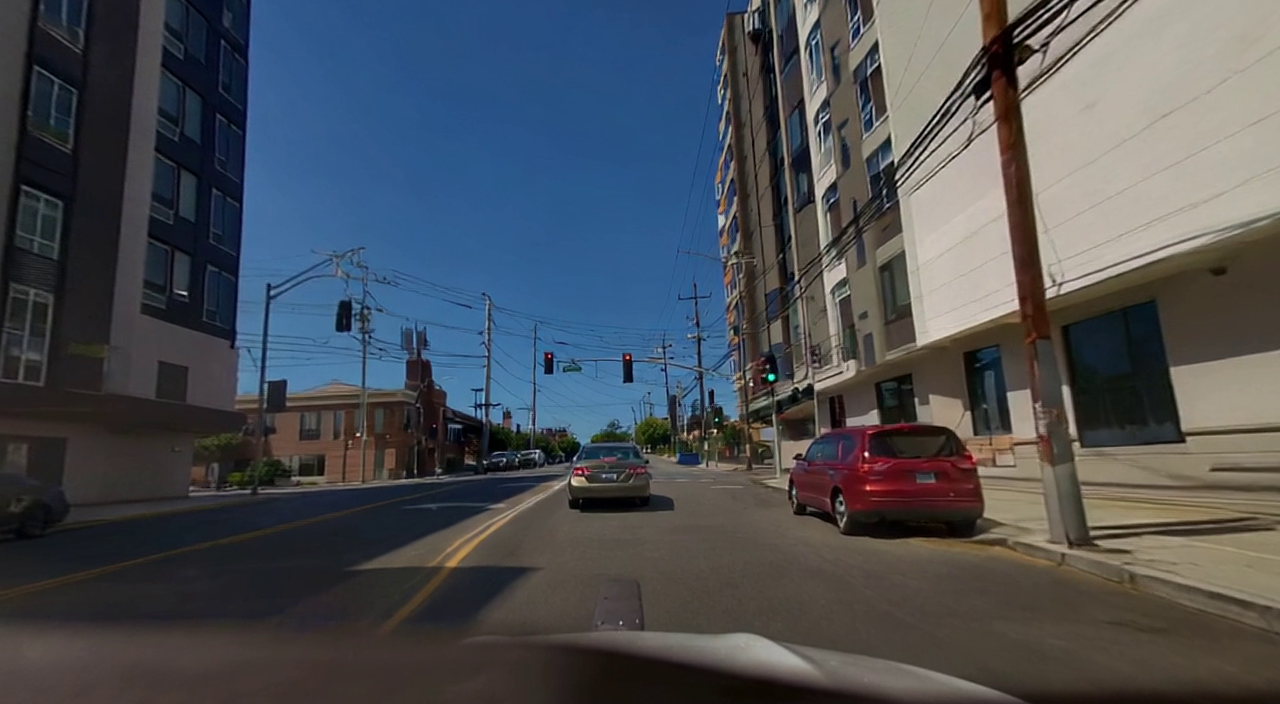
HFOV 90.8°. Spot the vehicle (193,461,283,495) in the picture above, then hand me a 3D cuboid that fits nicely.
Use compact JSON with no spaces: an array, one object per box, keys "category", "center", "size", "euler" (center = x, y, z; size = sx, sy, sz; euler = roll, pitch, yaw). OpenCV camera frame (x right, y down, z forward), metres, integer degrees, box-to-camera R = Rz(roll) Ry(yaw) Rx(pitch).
[{"category":"vehicle","center":[-25.296,7.949,39.864],"size":[4.337,1.739,1.981],"euler":[-5,-11,2]}]

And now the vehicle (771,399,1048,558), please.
[{"category":"vehicle","center":[3.832,1.924,10.328],"size":[2.248,1.945,5.011],"euler":[0,-9,-1]}]

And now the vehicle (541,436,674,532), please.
[{"category":"vehicle","center":[-0.492,2.338,11.789],"size":[2.019,1.453,4.129],"euler":[0,-8,0]}]
